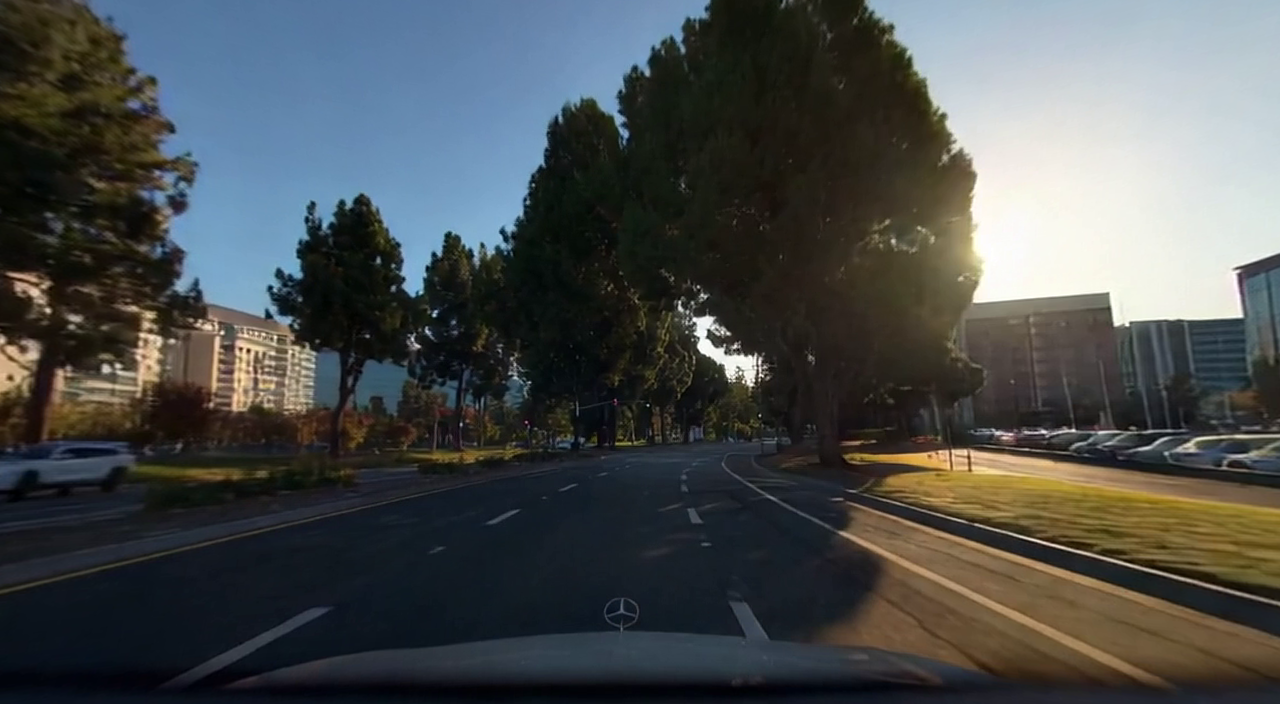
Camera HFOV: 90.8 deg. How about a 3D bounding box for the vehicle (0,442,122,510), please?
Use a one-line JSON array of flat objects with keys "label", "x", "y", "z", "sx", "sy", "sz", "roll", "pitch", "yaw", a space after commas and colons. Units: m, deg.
[{"label": "vehicle", "x": -15.264, "y": 2.920, "z": 15.053, "sx": 1.842, "sy": 1.529, "sz": 4.356, "roll": -1, "pitch": -9, "yaw": 7}]
